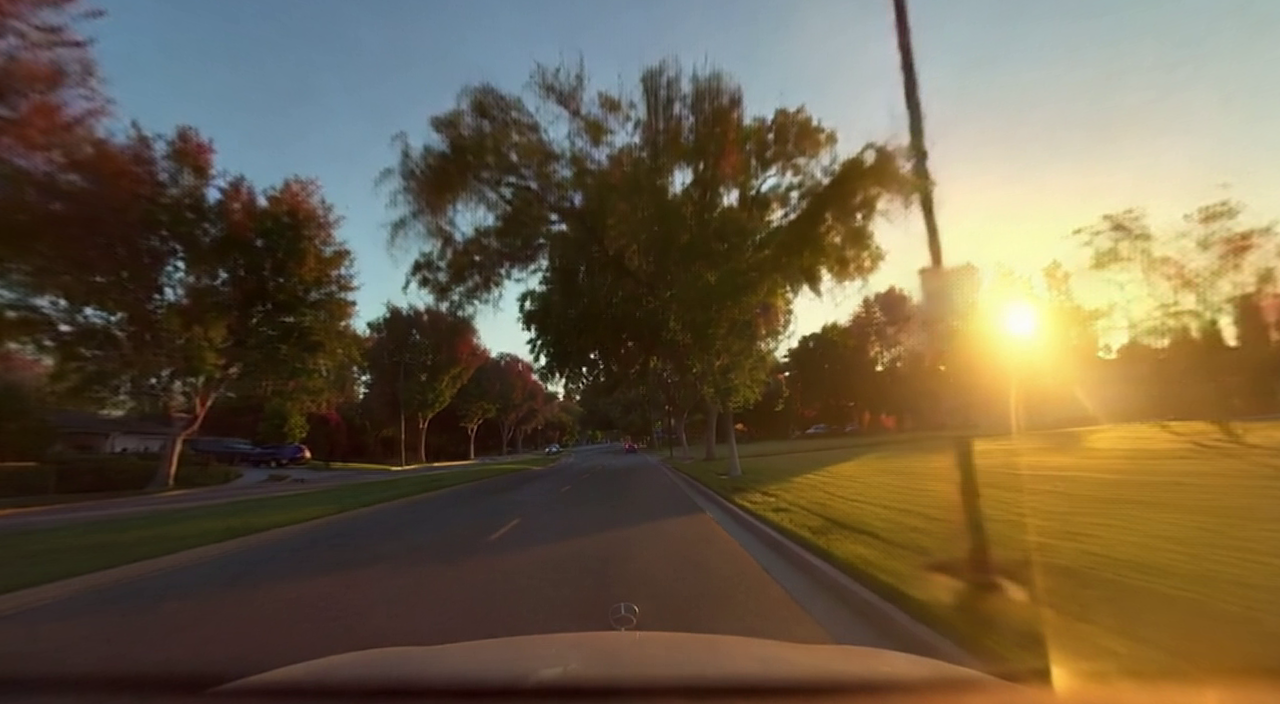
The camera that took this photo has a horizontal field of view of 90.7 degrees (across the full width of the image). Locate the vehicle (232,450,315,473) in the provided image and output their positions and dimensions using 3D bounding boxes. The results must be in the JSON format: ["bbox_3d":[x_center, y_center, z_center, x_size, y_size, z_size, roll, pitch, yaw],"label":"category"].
[{"bbox_3d":[-24.617,7.334,42.566,4.440,1.460,1.819,0,-8,0],"label":"vehicle"}]
